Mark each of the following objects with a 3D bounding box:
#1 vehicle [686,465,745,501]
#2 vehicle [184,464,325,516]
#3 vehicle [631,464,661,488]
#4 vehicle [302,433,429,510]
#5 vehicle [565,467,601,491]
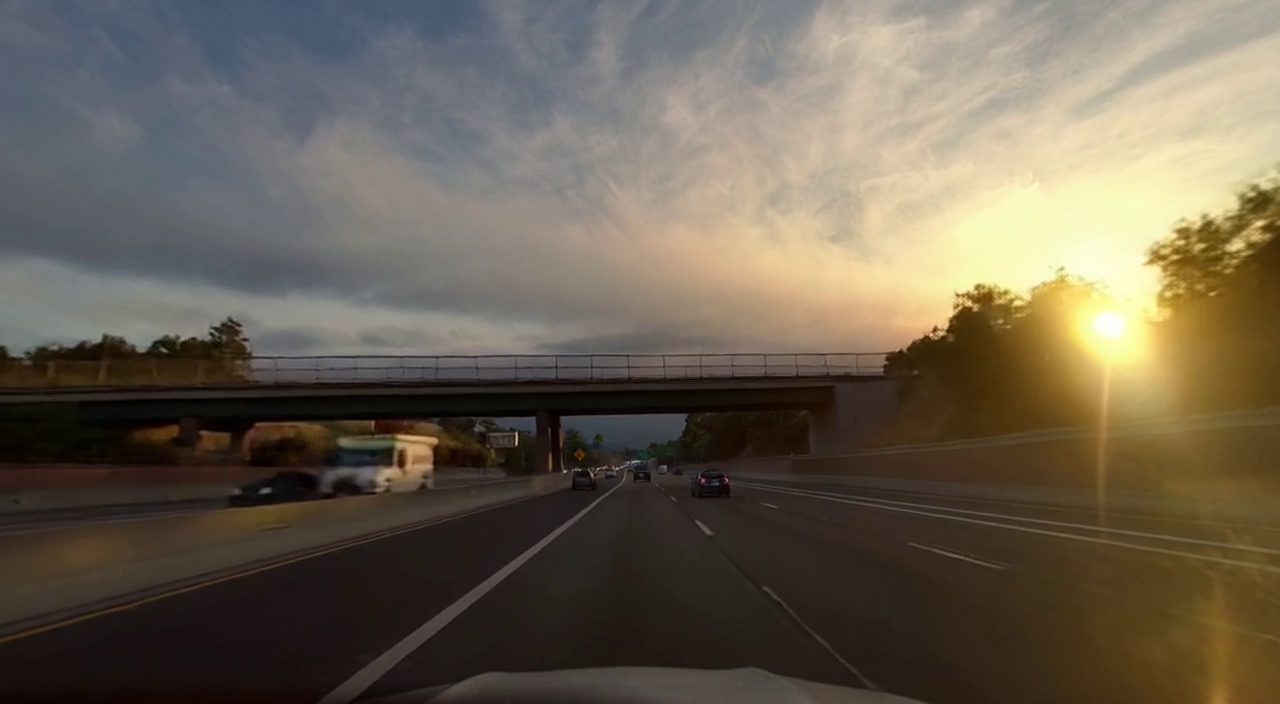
[{"bbox_3d":[3.402,6.063,29.245,2.092,1.518,4.348,1,-10,-2],"label":"vehicle"},{"bbox_3d":[-13.377,4.808,22.211,2.033,1.615,4.542,0,-10,0],"label":"vehicle"},{"bbox_3d":[0.445,9.362,47.476,2.181,1.698,4.056,0,-10,0],"label":"vehicle"},{"bbox_3d":[-10.091,4.486,23.727,2.253,2.507,5.478,0,-11,0],"label":"vehicle"},{"bbox_3d":[-3.698,8.342,41.485,1.975,1.486,3.903,0,-10,0],"label":"vehicle"}]
